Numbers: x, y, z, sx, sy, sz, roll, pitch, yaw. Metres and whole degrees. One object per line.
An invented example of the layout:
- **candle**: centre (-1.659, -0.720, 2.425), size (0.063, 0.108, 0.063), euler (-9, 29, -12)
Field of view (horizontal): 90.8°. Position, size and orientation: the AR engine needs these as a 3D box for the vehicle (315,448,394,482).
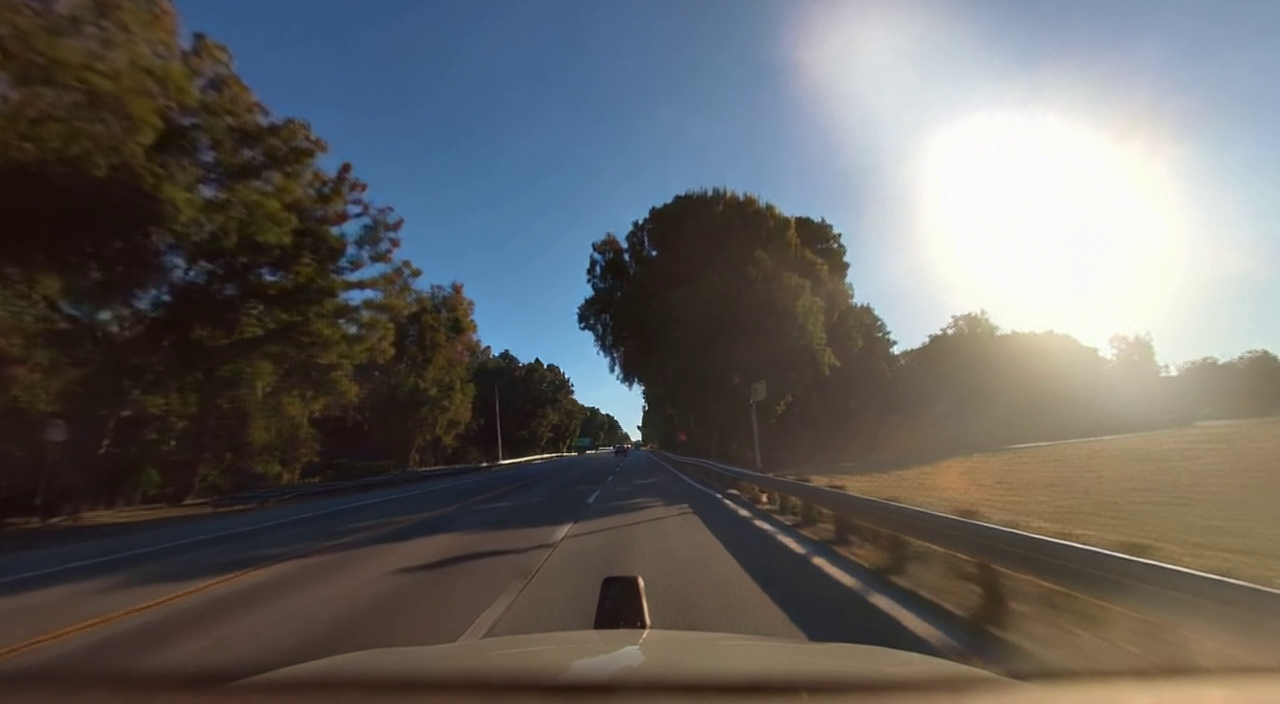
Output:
- **vehicle**: centre (-20.625, 8.152, 45.709), size (4.655, 1.832, 2.227), euler (-6, -7, 1)
